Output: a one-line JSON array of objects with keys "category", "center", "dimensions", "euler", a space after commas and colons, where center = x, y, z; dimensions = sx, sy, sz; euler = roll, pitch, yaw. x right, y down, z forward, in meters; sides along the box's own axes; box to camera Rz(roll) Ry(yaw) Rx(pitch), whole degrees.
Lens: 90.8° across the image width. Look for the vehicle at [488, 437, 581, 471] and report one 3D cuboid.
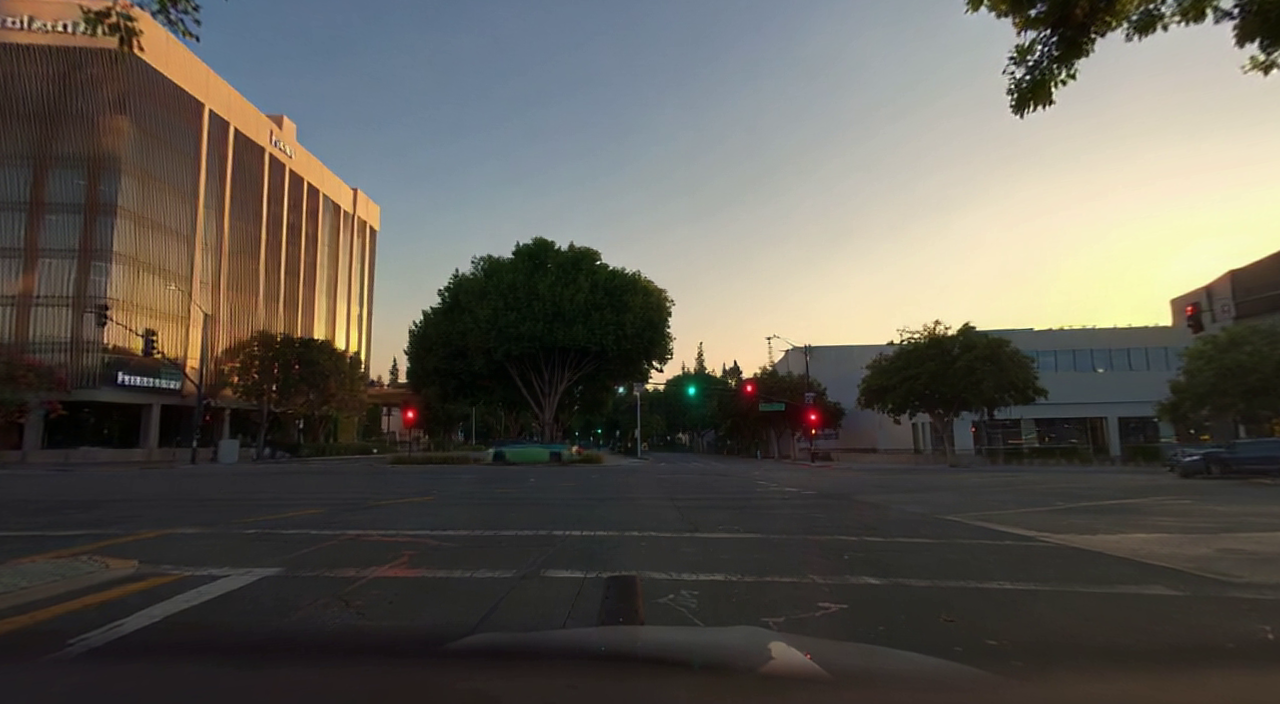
[{"category": "vehicle", "center": [-5.478, 5.387, 33.361], "dimensions": [4.639, 1.699, 2.030], "euler": [0, -9, -4]}]
